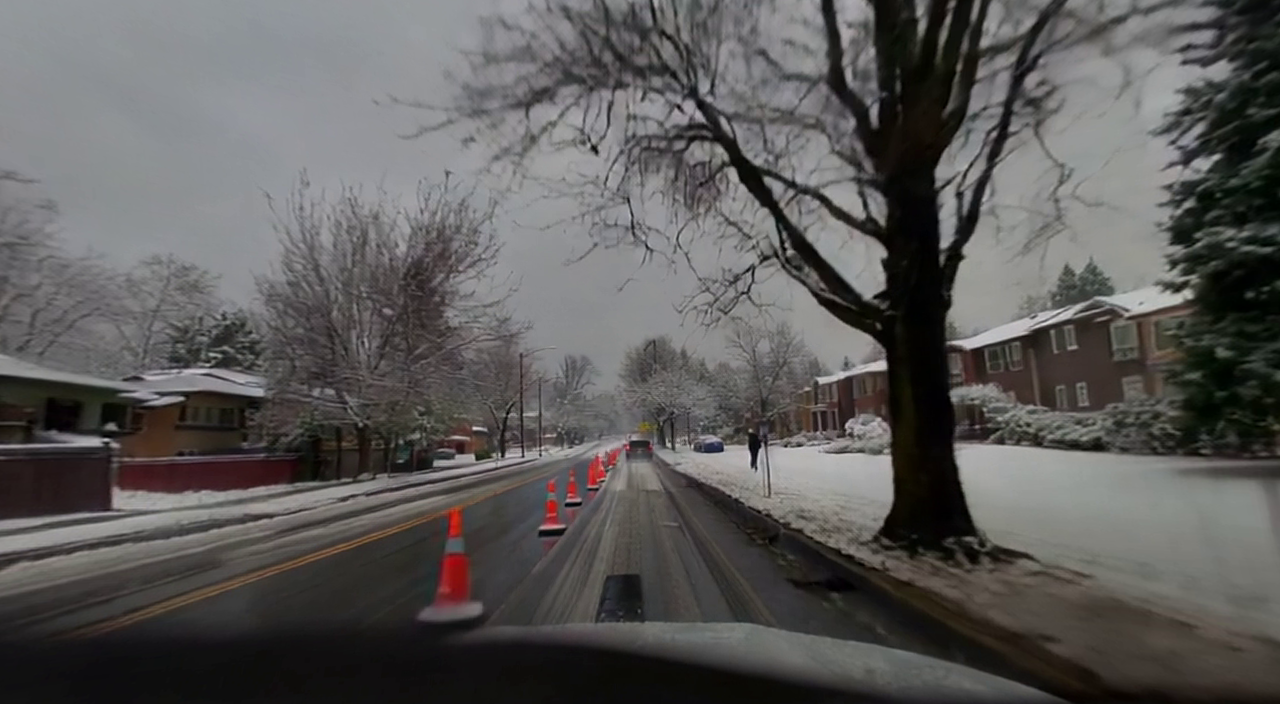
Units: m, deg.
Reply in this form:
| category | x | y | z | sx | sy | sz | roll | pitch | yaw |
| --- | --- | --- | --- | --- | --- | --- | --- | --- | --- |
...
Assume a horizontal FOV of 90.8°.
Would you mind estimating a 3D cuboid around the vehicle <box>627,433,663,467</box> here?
| category | x | y | z | sx | sy | sz | roll | pitch | yaw |
| --- | --- | --- | --- | --- | --- | --- | --- | --- | --- |
| vehicle | 0.244 | 6.242 | 40.195 | 2.169 | 2.015 | 5.206 | 0 | -9 | -1 |
